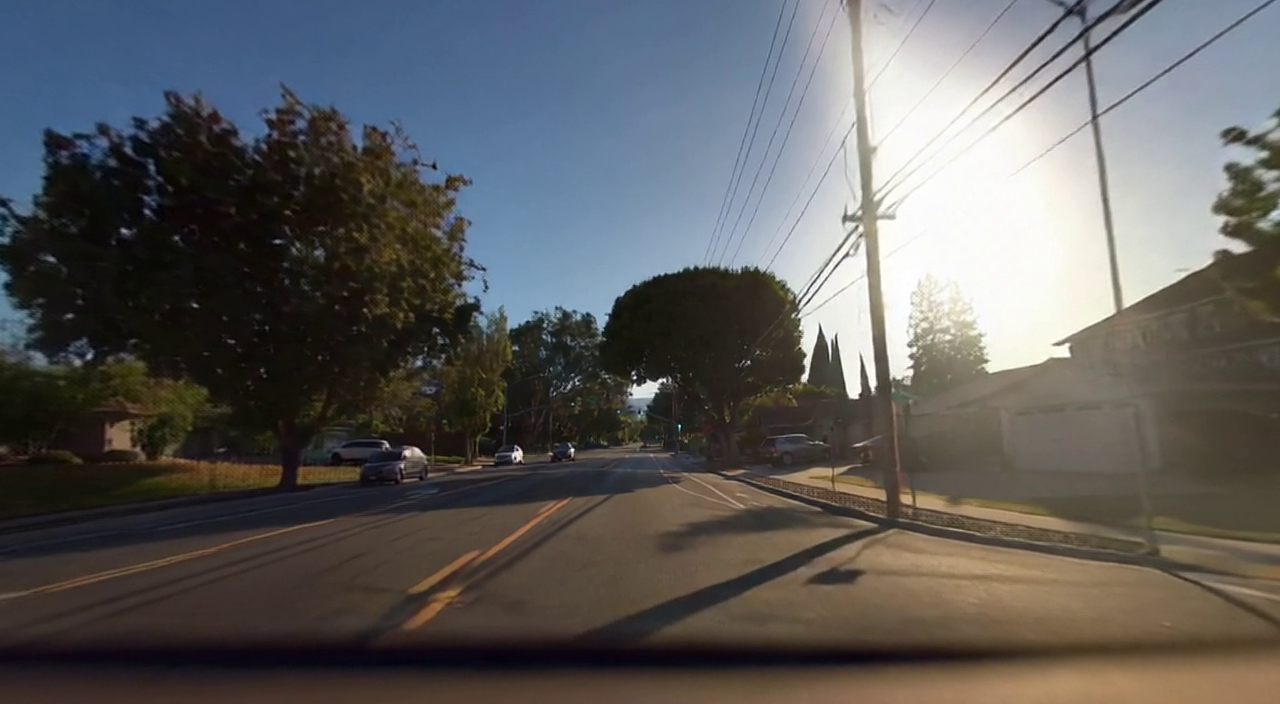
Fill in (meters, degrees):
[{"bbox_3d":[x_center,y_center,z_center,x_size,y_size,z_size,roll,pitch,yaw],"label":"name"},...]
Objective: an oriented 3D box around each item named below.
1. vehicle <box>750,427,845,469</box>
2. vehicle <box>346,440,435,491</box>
[{"bbox_3d":[9.602,5.762,38.462,5.565,2.036,1.907,-1,-5,-26],"label":"vehicle"},{"bbox_3d":[-11.332,5.127,29.130,2.024,1.795,5.054,-10,-8,-3],"label":"vehicle"}]
